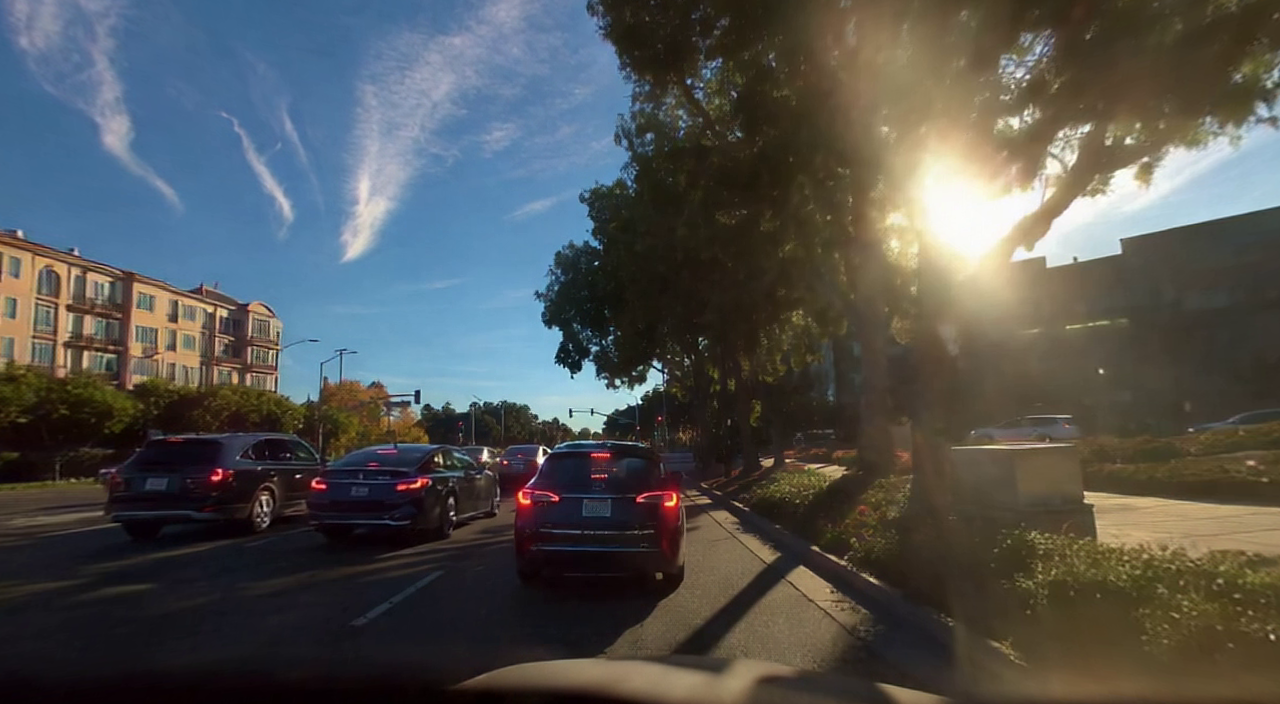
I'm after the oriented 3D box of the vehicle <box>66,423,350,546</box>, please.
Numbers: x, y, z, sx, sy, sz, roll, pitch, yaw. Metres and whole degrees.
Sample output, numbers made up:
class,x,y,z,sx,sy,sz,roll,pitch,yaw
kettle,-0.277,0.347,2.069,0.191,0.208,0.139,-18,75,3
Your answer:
class,x,y,z,sx,sy,sz,roll,pitch,yaw
vehicle,-7.340,2.268,11.460,2.068,1.784,4.224,0,-9,1

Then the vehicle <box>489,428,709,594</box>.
class,x,y,z,sx,sy,sz,roll,pitch,yaw
vehicle,-0.383,1.804,8.005,2.066,1.544,3.954,0,-9,0

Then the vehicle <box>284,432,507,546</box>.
class,x,y,z,sx,sy,sz,roll,pitch,yaw
vehicle,-3.805,2.192,10.875,1.913,1.521,4.539,0,-9,1
